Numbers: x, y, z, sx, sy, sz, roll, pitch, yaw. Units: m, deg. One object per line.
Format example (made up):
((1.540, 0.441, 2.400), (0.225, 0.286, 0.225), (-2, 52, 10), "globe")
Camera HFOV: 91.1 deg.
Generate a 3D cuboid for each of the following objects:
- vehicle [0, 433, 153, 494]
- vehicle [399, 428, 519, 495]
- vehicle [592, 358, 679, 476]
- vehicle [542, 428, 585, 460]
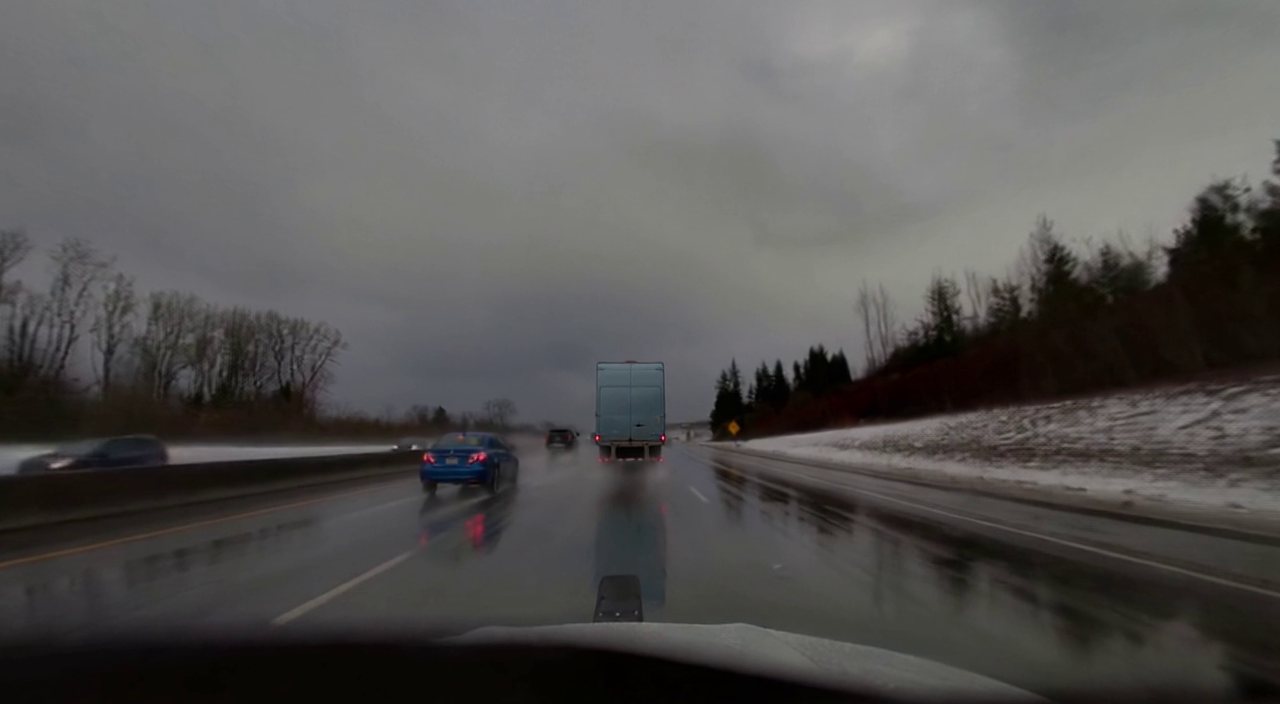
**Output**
((-17.951, 3.370, 19.493), (1.992, 1.643, 4.609), (0, -8, 0), "vehicle")
((-4.638, 2.849, 16.902), (1.931, 1.539, 4.441), (0, -8, 0), "vehicle")
((-0.285, 2.907, 26.767), (2.953, 4.041, 10.072), (0, -8, -1), "vehicle")
((-4.617, 5.633, 38.606), (2.019, 1.834, 4.644), (0, -8, 0), "vehicle")
